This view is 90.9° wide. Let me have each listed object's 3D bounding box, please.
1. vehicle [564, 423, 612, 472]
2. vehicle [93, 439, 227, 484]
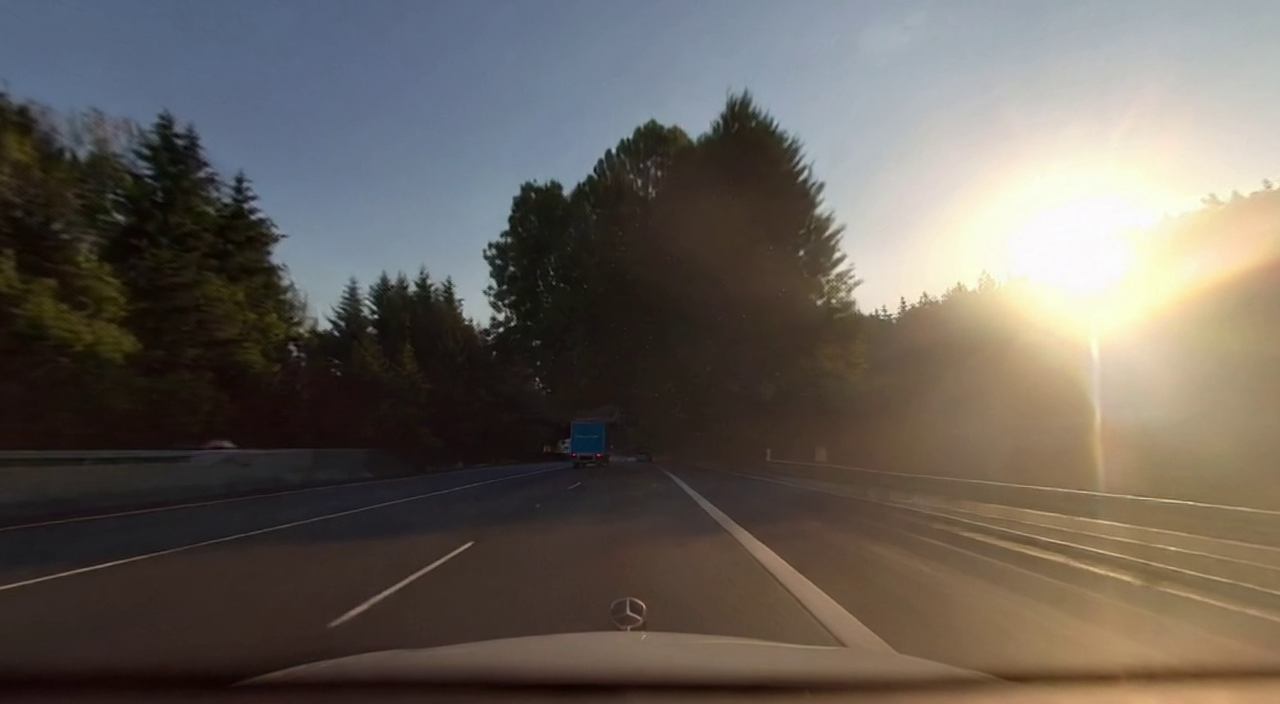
[{"bbox_3d":[-3.536,6.701,44.359,2.695,3.151,6.885,0,-9,1],"label":"vehicle"},{"bbox_3d":[-17.653,4.024,23.448,1.757,1.491,4.055,0,-9,0],"label":"vehicle"}]
